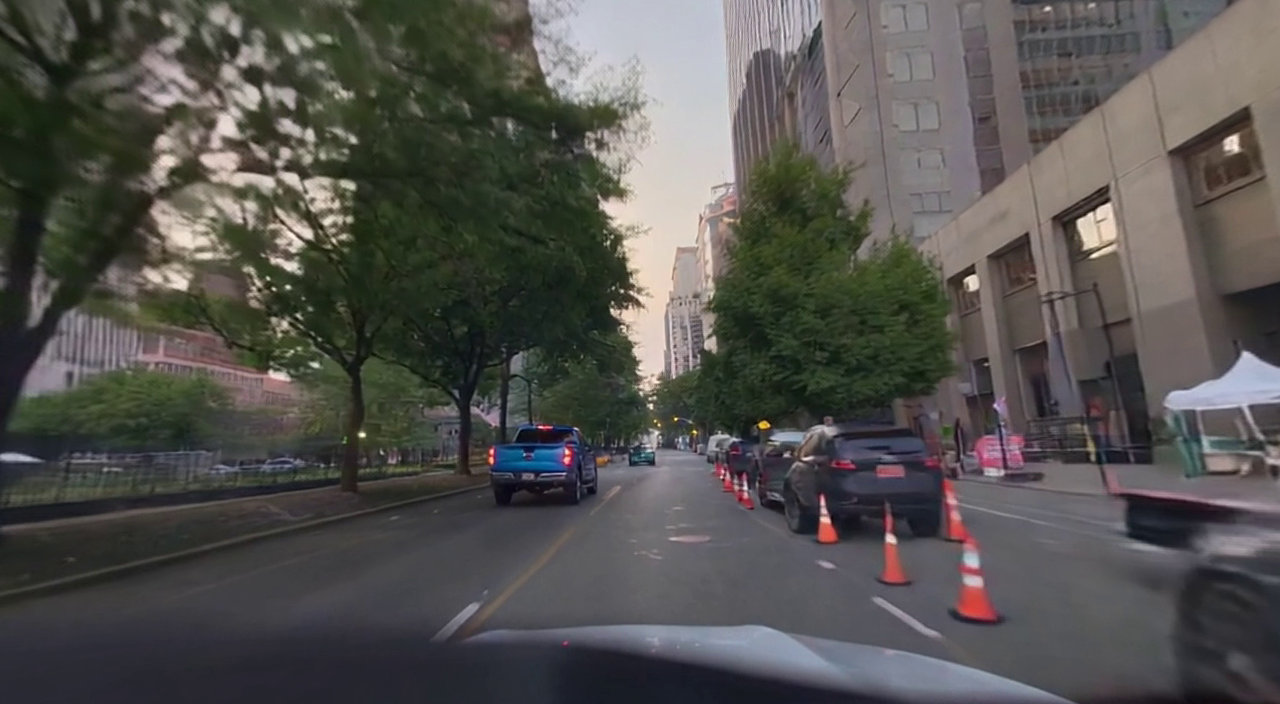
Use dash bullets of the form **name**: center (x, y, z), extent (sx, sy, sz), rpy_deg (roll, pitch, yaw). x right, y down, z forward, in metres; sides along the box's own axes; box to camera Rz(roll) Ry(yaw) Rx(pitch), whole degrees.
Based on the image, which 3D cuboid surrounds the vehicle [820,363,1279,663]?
- **vehicle**: center (3.568, 1.375, 6.471), extent (2.073, 1.887, 4.825), rpy_deg (-1, -9, 1)

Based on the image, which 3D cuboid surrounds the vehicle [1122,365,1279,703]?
- **vehicle**: center (3.278, 0.642, 0.962), extent (2.023, 1.607, 4.225), rpy_deg (-1, -9, 6)

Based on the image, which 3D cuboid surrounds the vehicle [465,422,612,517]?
- **vehicle**: center (-2.261, 2.891, 16.079), extent (2.452, 1.954, 5.653), rpy_deg (-1, -9, 4)
